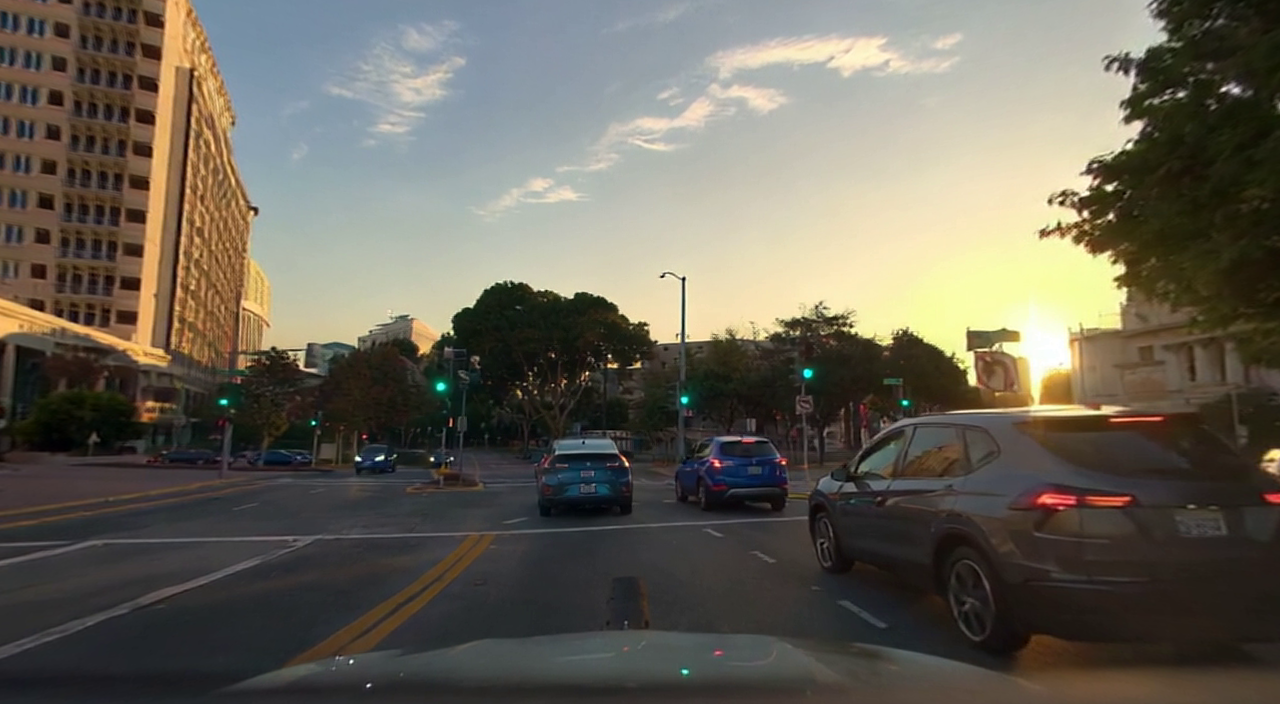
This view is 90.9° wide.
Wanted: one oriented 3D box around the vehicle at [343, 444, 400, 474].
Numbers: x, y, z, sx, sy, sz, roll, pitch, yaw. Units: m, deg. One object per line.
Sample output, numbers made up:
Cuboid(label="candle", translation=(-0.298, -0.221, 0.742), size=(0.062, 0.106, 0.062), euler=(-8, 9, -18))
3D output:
Cuboid(label="vehicle", translation=(-16.744, 6.675, 39.566), size=(2.303, 1.692, 4.571), euler=(1, -9, -10))

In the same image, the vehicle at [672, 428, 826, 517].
Cuboid(label="vehicle", translation=(2.282, 2.687, 14.646), size=(2.103, 1.710, 4.396), euler=(1, -9, -10))

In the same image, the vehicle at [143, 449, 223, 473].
Cuboid(label="vehicle", translation=(-32.010, 7.608, 44.195), size=(4.653, 1.459, 2.228), euler=(-2, -8, 21))

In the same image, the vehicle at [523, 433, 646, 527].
Cuboid(label="vehicle", translation=(-1.329, 2.585, 13.333), size=(2.132, 1.632, 3.889), euler=(1, -9, -12))

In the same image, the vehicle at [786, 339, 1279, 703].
Cuboid(label="vehicle", translation=(3.072, 1.188, 5.096), size=(2.320, 1.772, 4.872), euler=(0, -9, -4))
